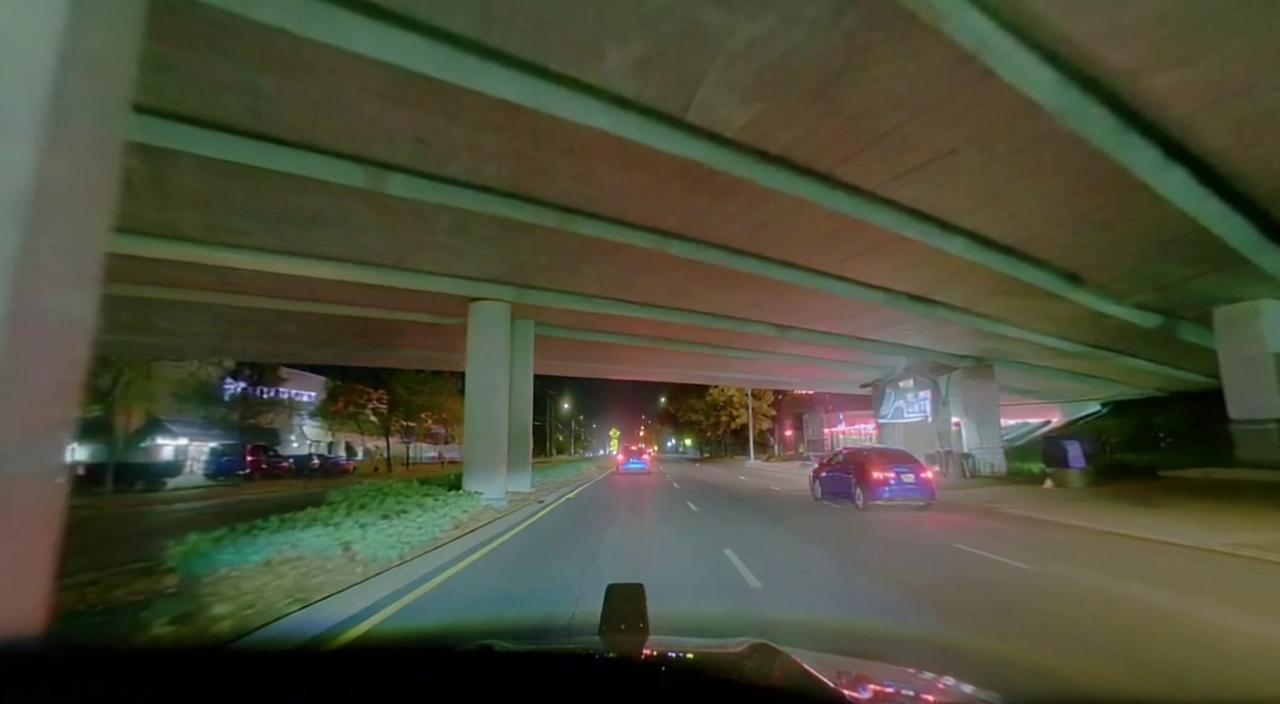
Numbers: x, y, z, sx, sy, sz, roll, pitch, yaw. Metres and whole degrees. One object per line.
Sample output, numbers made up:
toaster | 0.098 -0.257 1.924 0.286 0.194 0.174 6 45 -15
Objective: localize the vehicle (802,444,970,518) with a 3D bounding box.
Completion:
vehicle | 5.582 2.963 15.091 1.954 1.479 4.557 0 -9 -3

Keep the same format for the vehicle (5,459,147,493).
vehicle | -26.916 5.909 30.305 4.582 1.429 1.962 3 -9 -20

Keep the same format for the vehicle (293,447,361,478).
vehicle | -19.618 6.932 39.727 1.989 1.820 4.427 0 -9 -1

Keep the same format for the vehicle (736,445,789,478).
vehicle | 6.559 5.887 34.286 1.974 1.663 4.299 0 -9 -1

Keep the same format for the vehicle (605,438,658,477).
vehicle | -0.379 5.251 31.588 2.441 1.813 4.581 0 -9 0

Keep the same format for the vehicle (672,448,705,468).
vehicle | 3.627 7.988 47.707 2.126 1.375 4.241 0 -9 -1

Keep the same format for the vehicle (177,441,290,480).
vehicle | -25.271 6.769 39.692 2.510 2.180 7.492 0 -9 -4
